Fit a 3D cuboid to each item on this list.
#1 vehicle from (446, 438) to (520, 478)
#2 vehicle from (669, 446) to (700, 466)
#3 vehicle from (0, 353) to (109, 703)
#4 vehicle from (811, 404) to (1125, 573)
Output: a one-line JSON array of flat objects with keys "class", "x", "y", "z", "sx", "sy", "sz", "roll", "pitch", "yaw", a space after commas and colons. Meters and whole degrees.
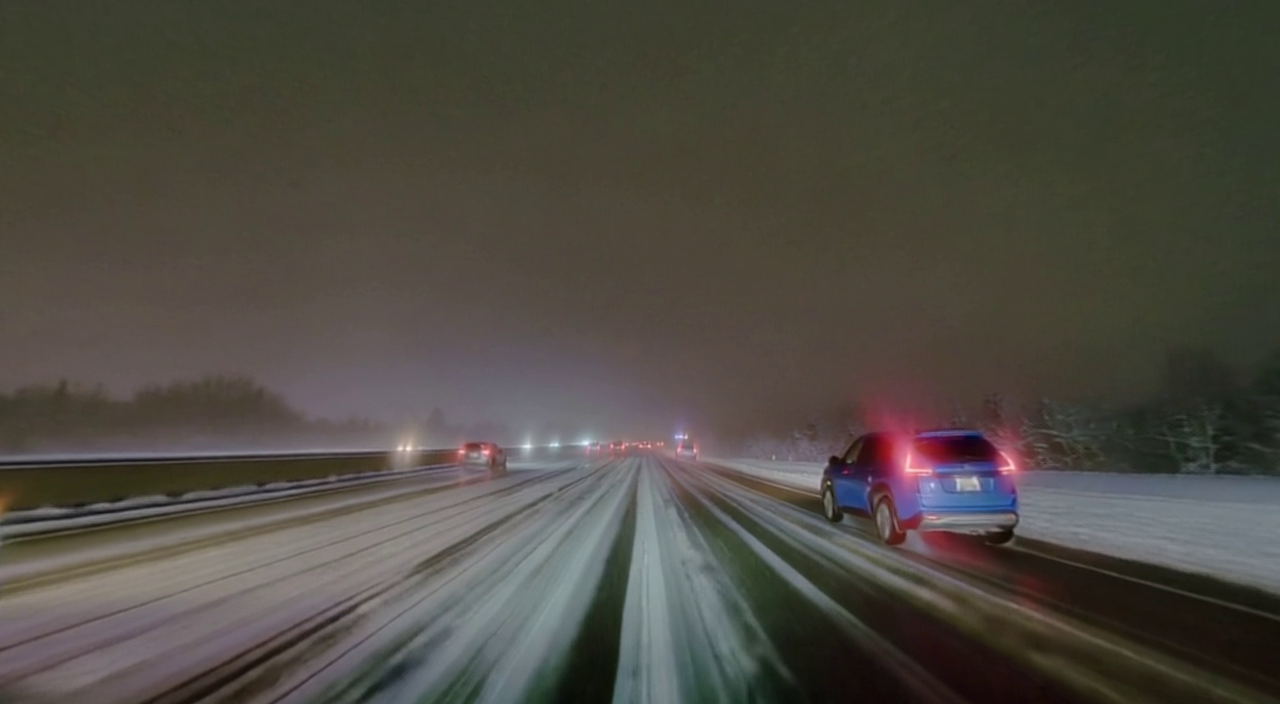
[{"class": "vehicle", "x": -7.146, "y": 4.864, "z": 29.173, "sx": 2.095, "sy": 1.696, "sz": 4.680, "roll": -1, "pitch": -9, "yaw": 2}, {"class": "vehicle", "x": 3.465, "y": 8.156, "z": 49.514, "sx": 2.038, "sy": 1.497, "sz": 4.167, "roll": 0, "pitch": -9, "yaw": -1}, {"class": "vehicle", "x": -3.942, "y": 0.624, "z": 1.005, "sx": 2.214, "sy": 1.743, "sz": 4.465, "roll": 0, "pitch": -9, "yaw": 1}, {"class": "vehicle", "x": 4.299, "y": 1.868, "z": 9.430, "sx": 2.153, "sy": 1.860, "sz": 4.689, "roll": 0, "pitch": -9, "yaw": 0}]
